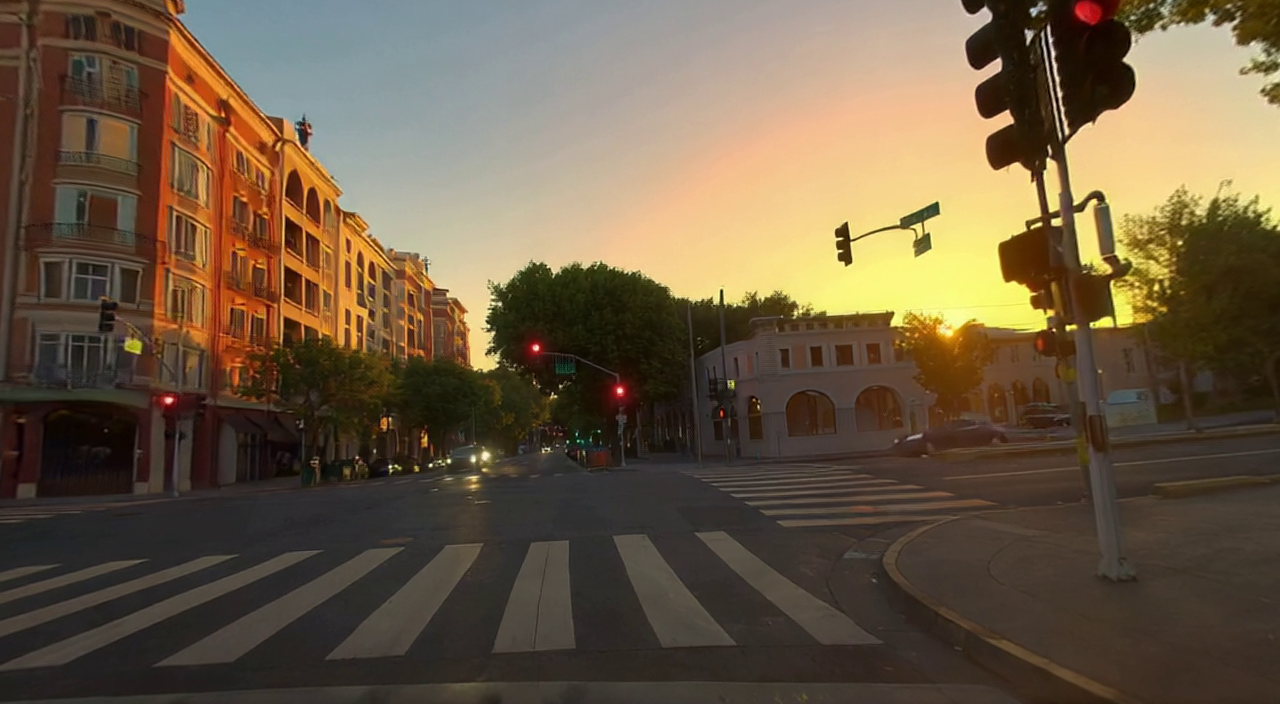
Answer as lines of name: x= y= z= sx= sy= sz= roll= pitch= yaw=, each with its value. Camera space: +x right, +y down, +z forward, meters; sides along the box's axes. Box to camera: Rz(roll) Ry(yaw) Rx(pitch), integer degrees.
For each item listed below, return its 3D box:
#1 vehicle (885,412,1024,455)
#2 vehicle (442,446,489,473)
vehicle: x=12.490 y=3.279 z=25.202 sx=4.626 sy=1.636 sz=2.004 roll=2 pitch=-9 yaw=-11
vehicle: x=-10.454 y=6.472 z=38.162 sx=2.196 sy=1.503 sz=4.371 roll=1 pitch=-9 yaw=-8
